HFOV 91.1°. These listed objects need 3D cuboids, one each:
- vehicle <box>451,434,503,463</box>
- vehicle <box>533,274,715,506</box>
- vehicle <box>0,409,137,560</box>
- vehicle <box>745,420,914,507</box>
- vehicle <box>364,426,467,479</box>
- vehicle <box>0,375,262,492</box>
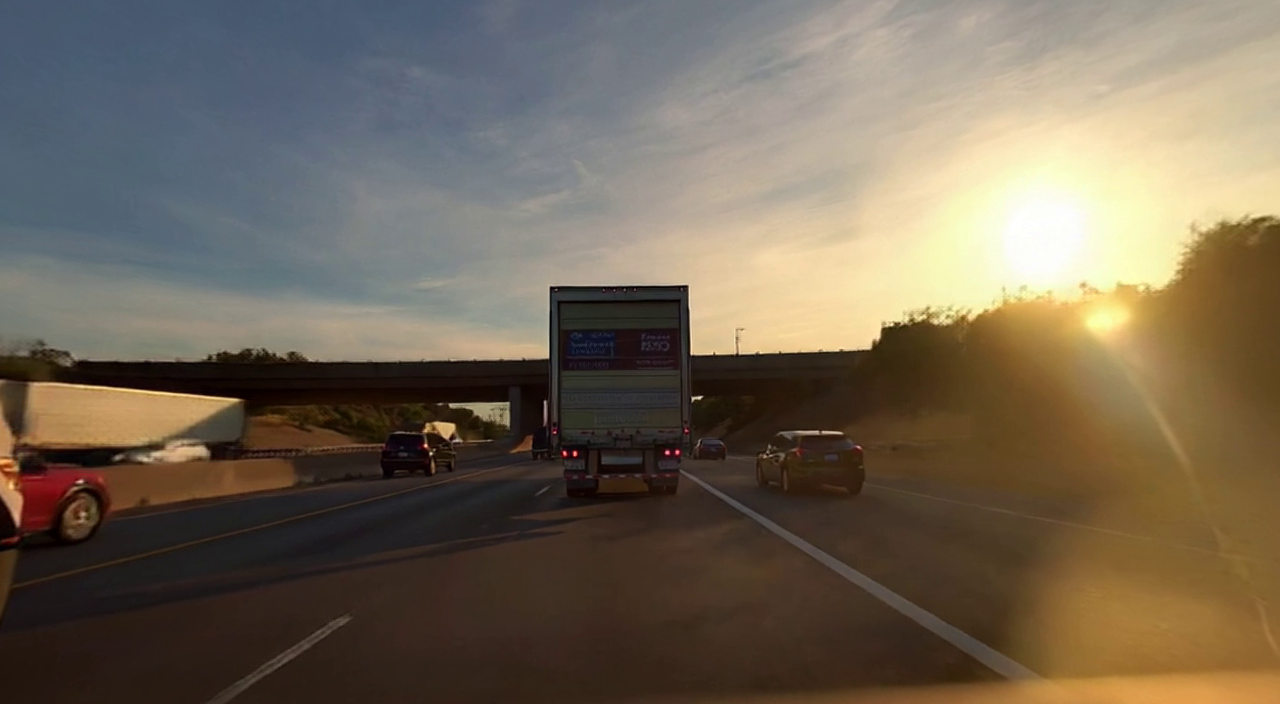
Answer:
[{"bbox_3d":[-8.704,5.170,33.924,1.845,1.488,3.656,0,-8,0],"label":"vehicle"},{"bbox_3d":[-0.429,1.240,15.222,2.911,3.787,9.905,0,-8,-2],"label":"vehicle"},{"bbox_3d":[-8.087,1.417,6.563,2.048,1.652,4.421,0,-8,-1],"label":"vehicle"},{"bbox_3d":[3.738,2.289,13.452,2.003,1.519,4.580,0,-8,-3],"label":"vehicle"},{"bbox_3d":[-7.923,3.564,22.734,2.057,1.698,4.550,0,-8,0],"label":"vehicle"},{"bbox_3d":[-23.648,3.723,28.412,2.978,4.017,16.640,0,-8,-1],"label":"vehicle"}]
